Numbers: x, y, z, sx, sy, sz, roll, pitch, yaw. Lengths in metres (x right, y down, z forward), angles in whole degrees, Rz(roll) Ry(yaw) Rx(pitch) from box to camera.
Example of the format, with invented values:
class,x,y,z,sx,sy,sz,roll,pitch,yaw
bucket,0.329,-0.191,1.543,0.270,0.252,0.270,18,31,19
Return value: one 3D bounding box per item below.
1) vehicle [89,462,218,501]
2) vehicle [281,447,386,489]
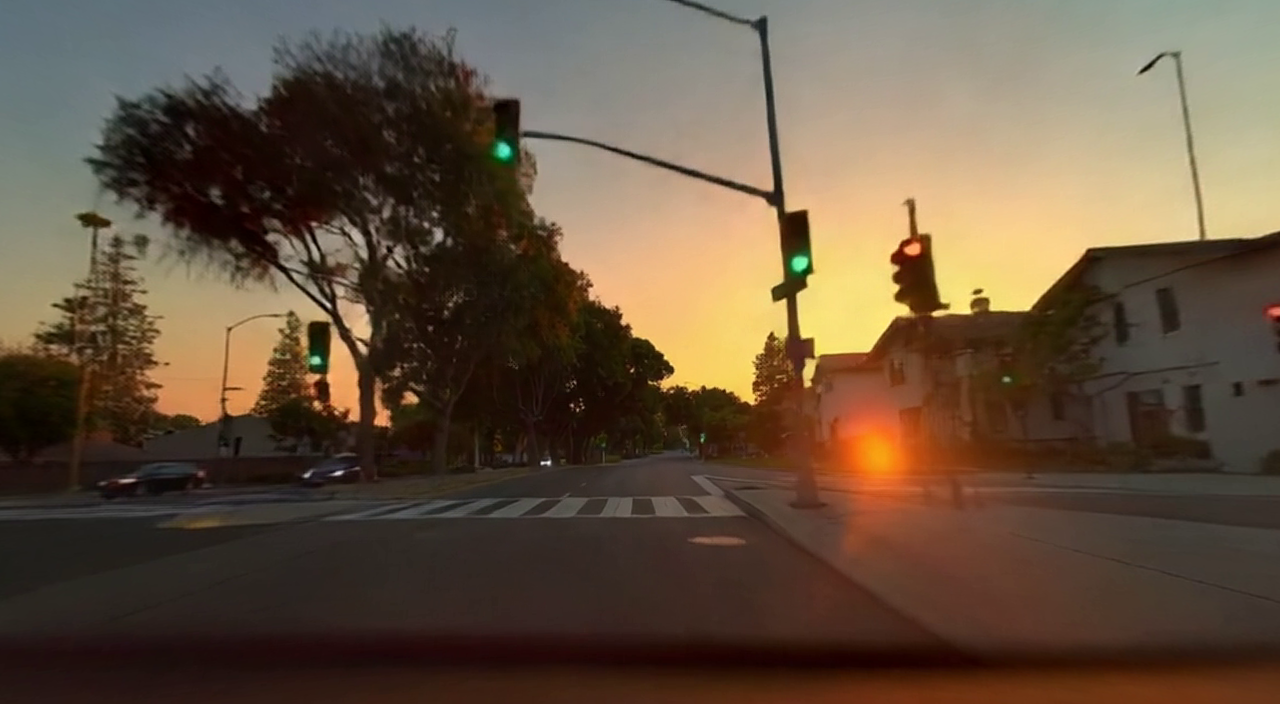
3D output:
class,x,y,z,sx,sy,sz,roll,pitch,yaw
vehicle,-22.925,6.071,29.955,1.862,1.529,4.370,-4,-9,25
vehicle,-14.400,5.451,30.083,2.106,1.782,4.974,-1,-8,5
